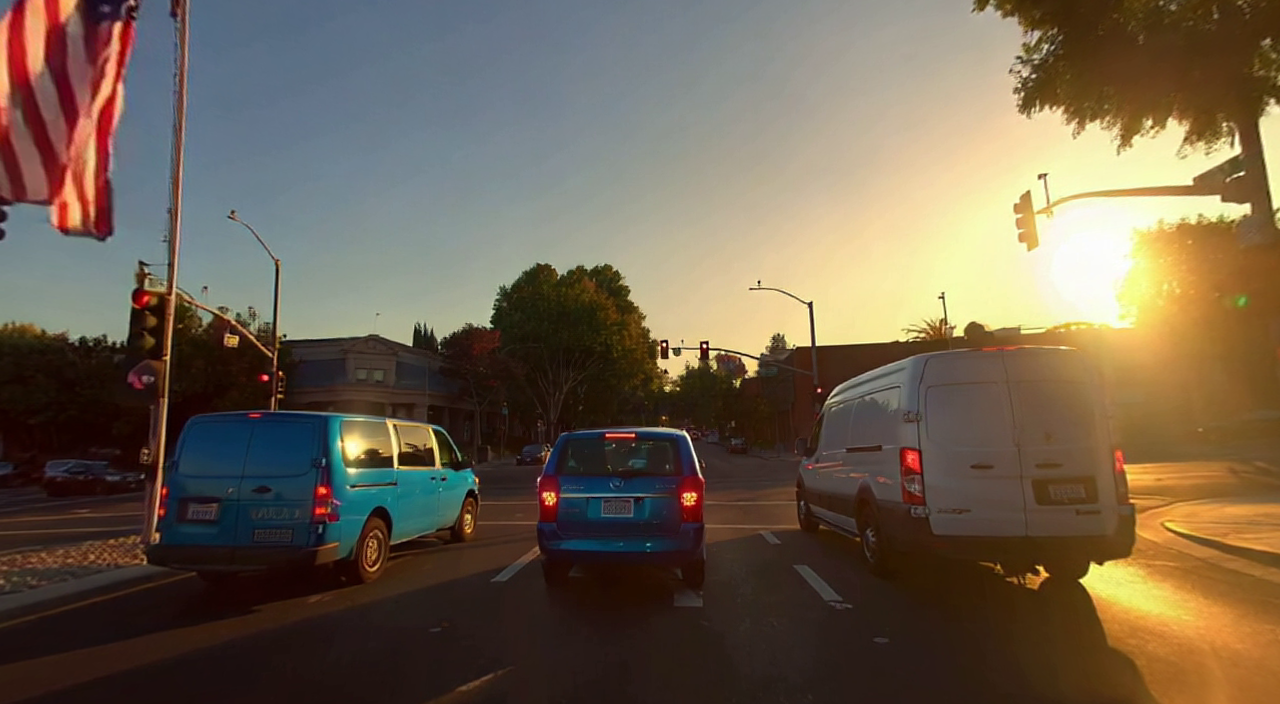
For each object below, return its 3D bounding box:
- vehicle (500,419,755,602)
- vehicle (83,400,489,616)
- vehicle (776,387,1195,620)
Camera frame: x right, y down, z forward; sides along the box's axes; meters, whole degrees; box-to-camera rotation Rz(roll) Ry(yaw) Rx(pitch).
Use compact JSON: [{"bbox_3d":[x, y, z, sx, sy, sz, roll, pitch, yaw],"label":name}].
[{"bbox_3d":[-0.149,1.620,7.333,2.098,1.494,4.118,0,-9,-1],"label":"vehicle"},{"bbox_3d":[-3.302,1.524,7.041,2.024,1.677,3.998,-1,-9,3],"label":"vehicle"},{"bbox_3d":[3.084,1.471,7.026,2.178,1.746,4.400,0,-9,1],"label":"vehicle"}]
